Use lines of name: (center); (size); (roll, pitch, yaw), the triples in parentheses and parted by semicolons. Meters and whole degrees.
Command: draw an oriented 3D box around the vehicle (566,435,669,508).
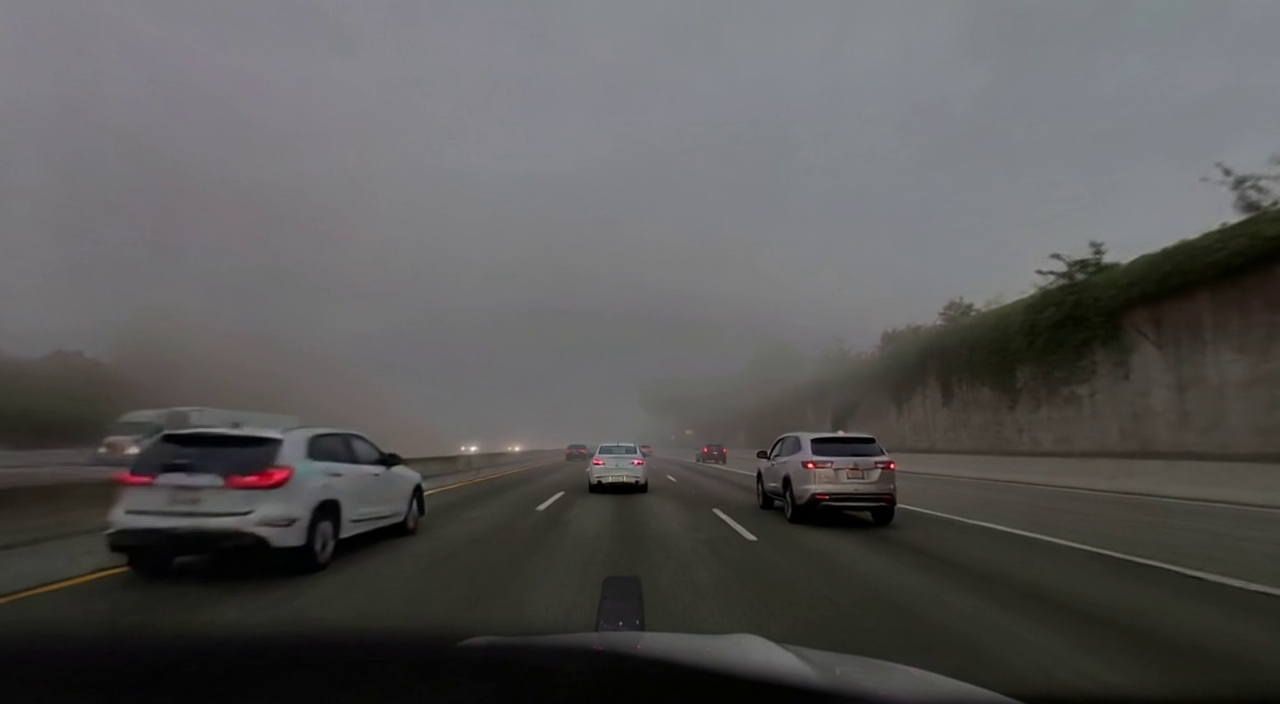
vehicle: (-0.514, 2.740, 14.956); (2.098, 1.475, 3.997); (0, -8, -2)

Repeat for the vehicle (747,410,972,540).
vehicle: (3.466, 2.060, 11.217); (2.162, 1.800, 4.693); (0, -8, -2)

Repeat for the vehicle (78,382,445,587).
vehicle: (-4.380, 1.621, 8.540); (1.983, 1.948, 4.822); (0, -8, -1)
